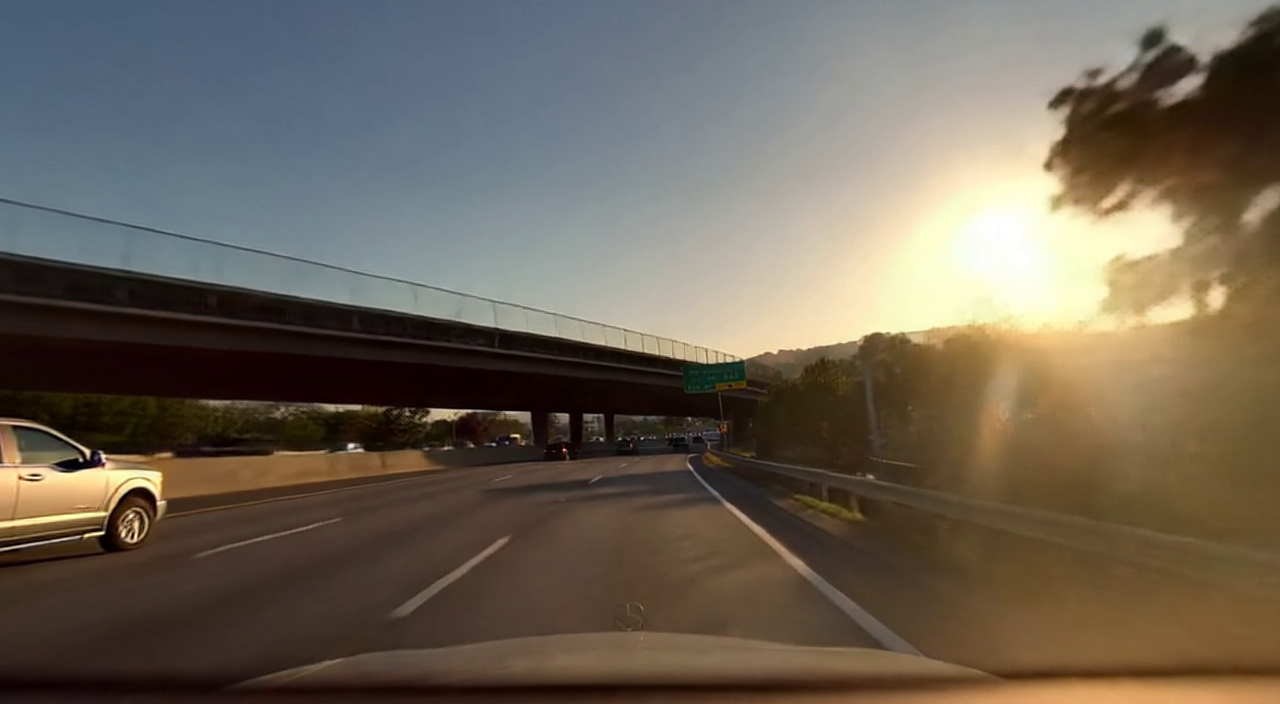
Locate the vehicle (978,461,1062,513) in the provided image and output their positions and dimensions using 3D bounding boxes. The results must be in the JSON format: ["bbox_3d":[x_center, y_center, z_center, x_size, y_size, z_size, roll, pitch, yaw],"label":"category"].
[{"bbox_3d":[28.928,10.231,48.407,2.749,3.380,6.690,-1,-8,6],"label":"vehicle"}]

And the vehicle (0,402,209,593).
[{"bbox_3d":[-6.473,1.275,5.545,1.923,1.630,4.857,0,-8,0],"label":"vehicle"}]
